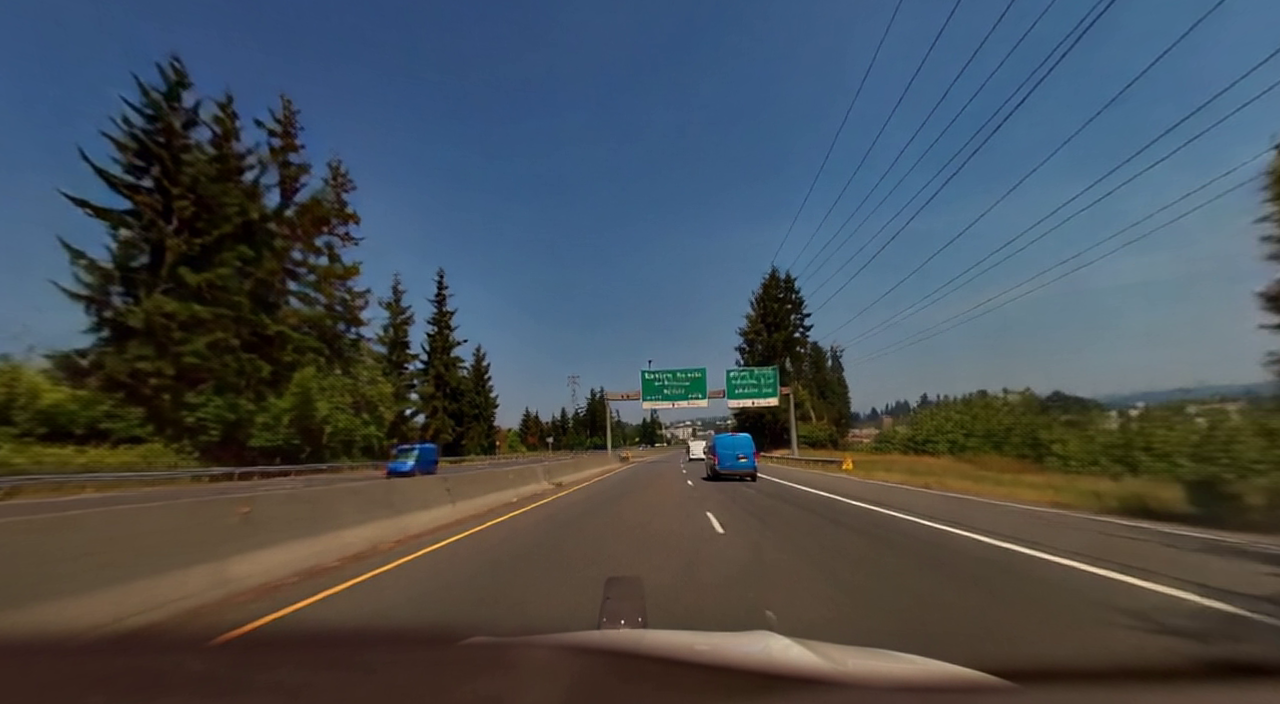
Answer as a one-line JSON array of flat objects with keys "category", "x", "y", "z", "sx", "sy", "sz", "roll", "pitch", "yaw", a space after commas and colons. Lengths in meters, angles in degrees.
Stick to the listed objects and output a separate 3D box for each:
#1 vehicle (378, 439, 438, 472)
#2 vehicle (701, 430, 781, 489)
[{"category": "vehicle", "x": -15.994, "y": 7.177, "z": 43.699, "sx": 2.055, "sy": 2.164, "sz": 4.594, "roll": -1, "pitch": -9, "yaw": 5}, {"category": "vehicle", "x": 3.657, "y": 4.024, "z": 23.872, "sx": 2.261, "sy": 1.969, "sz": 5.104, "roll": 0, "pitch": -9, "yaw": 1}]
